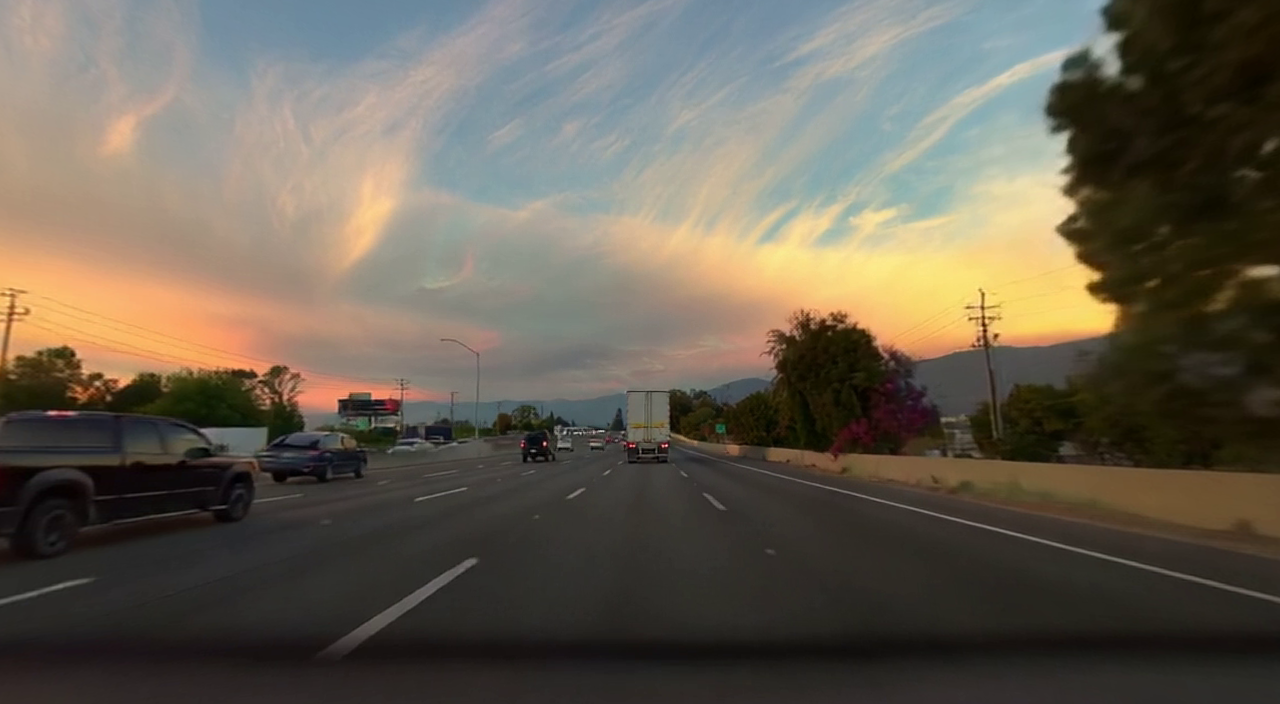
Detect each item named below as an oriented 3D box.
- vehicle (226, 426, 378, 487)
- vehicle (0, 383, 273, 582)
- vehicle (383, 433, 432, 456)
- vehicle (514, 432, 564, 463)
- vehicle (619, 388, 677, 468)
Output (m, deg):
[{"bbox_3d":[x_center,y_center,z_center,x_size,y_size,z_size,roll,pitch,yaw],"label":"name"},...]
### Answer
[{"bbox_3d":[-10.889,3.413,20.925,2.010,1.766,5.365,0,-8,1],"label":"vehicle"},{"bbox_3d":[-7.099,1.462,7.518,2.197,1.847,5.364,0,-8,0],"label":"vehicle"},{"bbox_3d":[-17.662,7.074,48.079,1.906,1.656,4.683,0,-8,1],"label":"vehicle"},{"bbox_3d":[-6.590,6.336,41.896,2.263,1.936,5.802,0,-8,1],"label":"vehicle"},{"bbox_3d":[0.636,4.644,37.534,2.879,4.027,11.243,-1,-8,2],"label":"vehicle"}]
